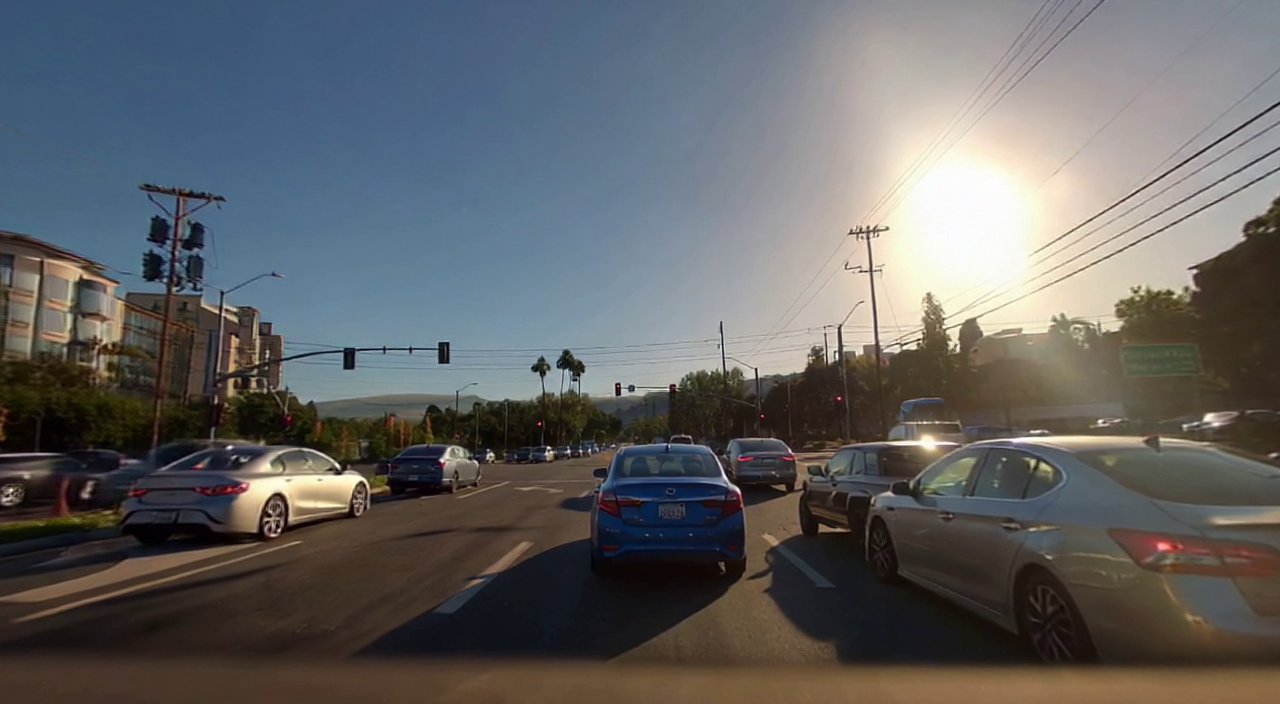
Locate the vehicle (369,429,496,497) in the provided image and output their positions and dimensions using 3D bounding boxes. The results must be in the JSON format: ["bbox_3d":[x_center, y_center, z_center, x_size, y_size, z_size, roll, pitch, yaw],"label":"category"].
[{"bbox_3d":[-6.261,3.406,19.832,2.070,1.824,5.196,-1,-8,2],"label":"vehicle"}]

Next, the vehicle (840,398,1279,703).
[{"bbox_3d":[3.137,1.255,4.795,1.870,1.523,4.096,0,-8,0],"label":"vehicle"}]

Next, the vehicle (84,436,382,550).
[{"bbox_3d":[-6.413,2.224,10.813,1.955,1.497,4.639,-1,-8,1],"label":"vehicle"}]

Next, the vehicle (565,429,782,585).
[{"bbox_3d":[0.317,1.802,8.196,2.109,1.483,3.964,0,-8,0],"label":"vehicle"}]
